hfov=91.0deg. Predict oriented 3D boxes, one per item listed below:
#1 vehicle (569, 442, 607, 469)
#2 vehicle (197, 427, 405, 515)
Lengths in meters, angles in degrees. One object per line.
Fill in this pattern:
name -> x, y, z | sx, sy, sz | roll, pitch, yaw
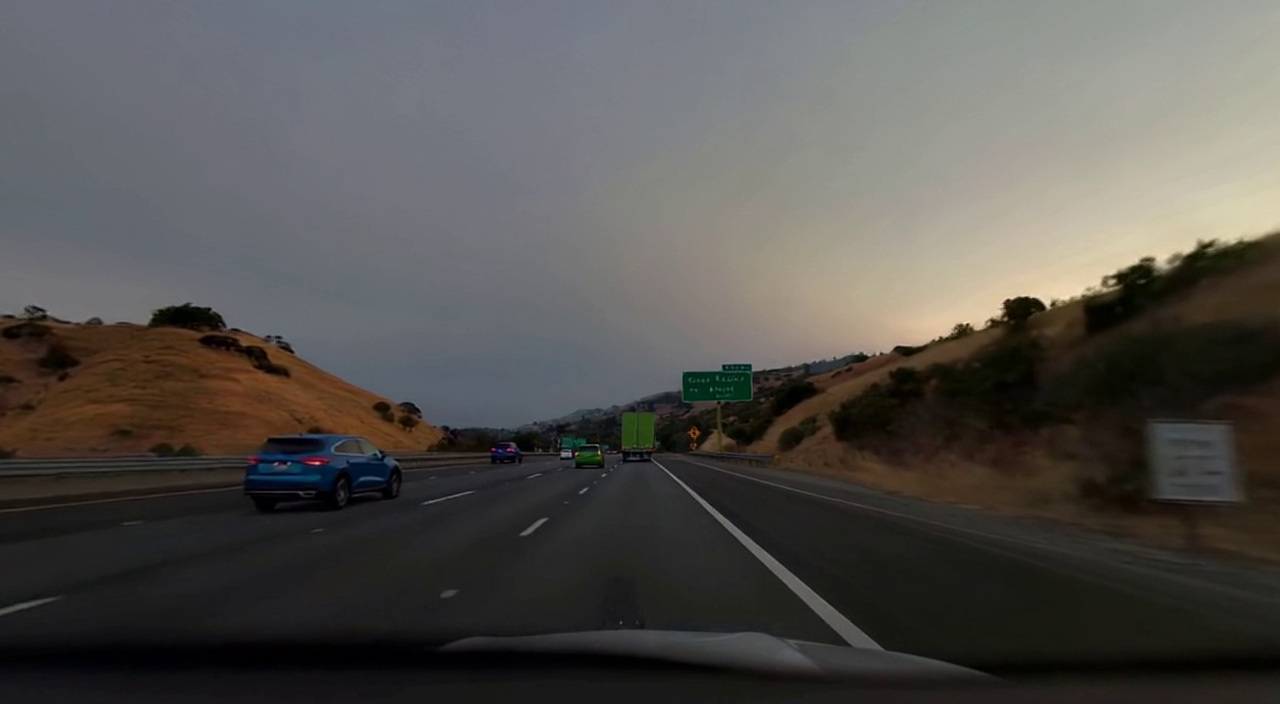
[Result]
vehicle -> -3.540, 7.130, 43.601 | 2.194, 1.725, 4.698 | 1, -9, 0
vehicle -> -7.483, 2.668, 14.660 | 2.098, 1.678, 4.822 | 0, -9, 0
